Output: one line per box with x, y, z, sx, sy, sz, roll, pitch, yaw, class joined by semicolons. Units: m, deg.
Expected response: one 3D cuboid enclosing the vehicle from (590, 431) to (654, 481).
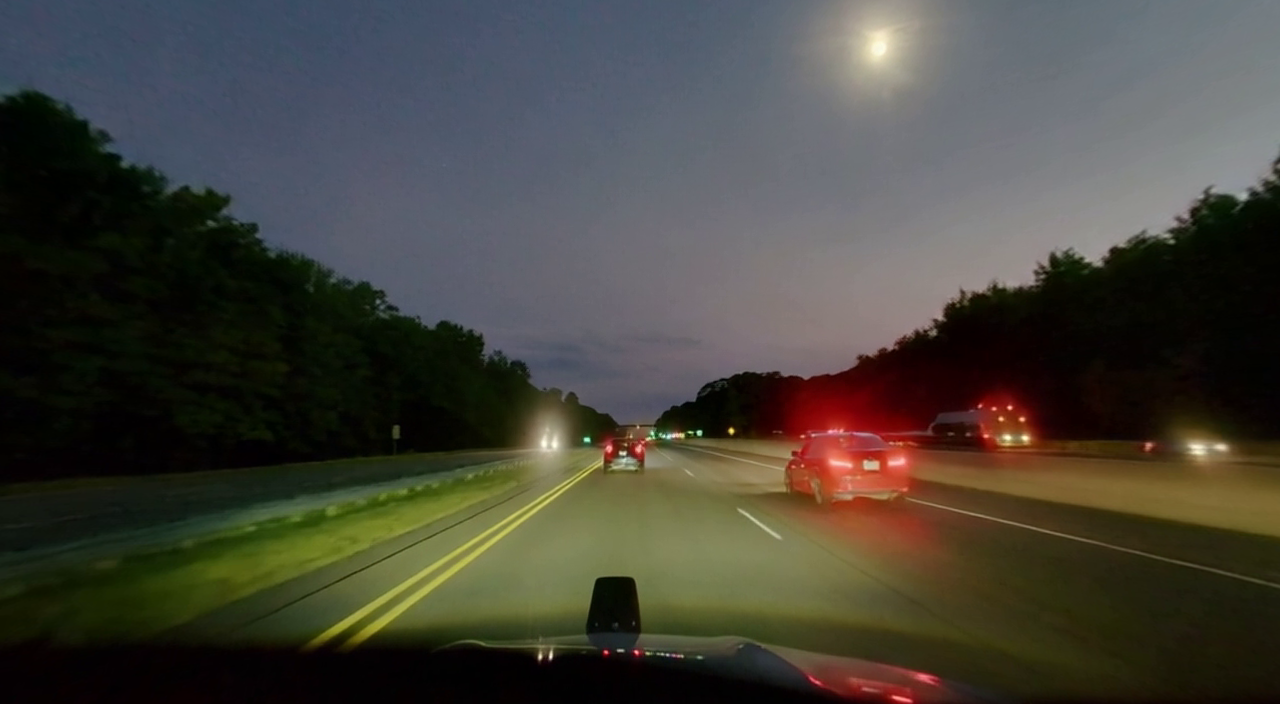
-0.535;3.337;20.514;1.897;1.479;3.724;0;-8;0;vehicle

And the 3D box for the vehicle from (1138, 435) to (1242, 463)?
33.384;5.870;38.365;1.969;1.556;4.739;0;-8;-1;vehicle

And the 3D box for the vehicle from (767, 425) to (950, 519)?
4.022;2.253;12.485;2.010;1.508;4.285;0;-8;-1;vehicle
